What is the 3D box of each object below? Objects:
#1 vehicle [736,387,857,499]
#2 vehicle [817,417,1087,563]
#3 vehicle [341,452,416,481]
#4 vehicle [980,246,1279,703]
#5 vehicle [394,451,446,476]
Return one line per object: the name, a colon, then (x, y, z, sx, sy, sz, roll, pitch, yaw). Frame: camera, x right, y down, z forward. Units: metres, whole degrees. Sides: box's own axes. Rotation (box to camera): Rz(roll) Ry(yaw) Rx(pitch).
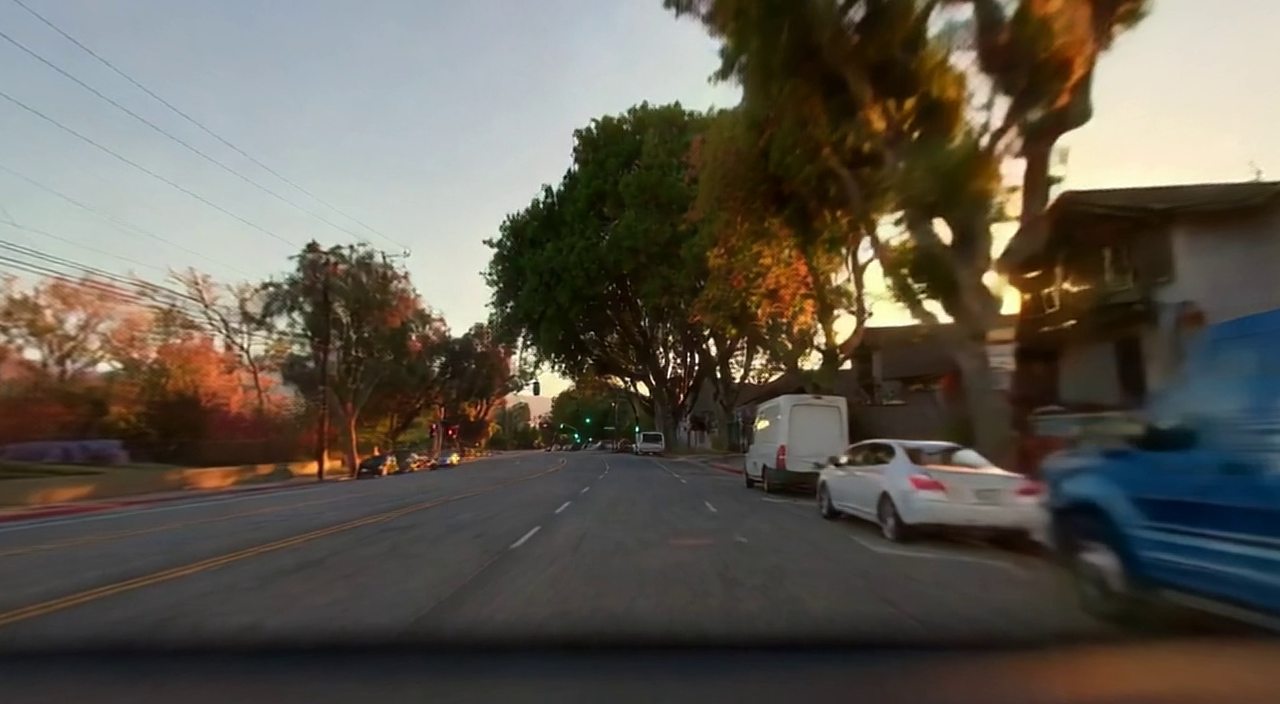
vehicle: (4.514, 2.801, 19.283, 2.229, 2.912, 5.697, 0, -9, 0)
vehicle: (4.129, 1.871, 9.247, 1.970, 1.640, 4.087, 0, -9, 2)
vehicle: (-14.740, 6.451, 35.726, 1.990, 1.487, 4.767, -1, -9, 4)
vehicle: (3.987, 0.553, 2.302, 2.293, 2.171, 5.871, 0, -9, 2)
vehicle: (-14.683, 7.436, 42.143, 1.934, 1.480, 4.510, 0, -9, -1)
